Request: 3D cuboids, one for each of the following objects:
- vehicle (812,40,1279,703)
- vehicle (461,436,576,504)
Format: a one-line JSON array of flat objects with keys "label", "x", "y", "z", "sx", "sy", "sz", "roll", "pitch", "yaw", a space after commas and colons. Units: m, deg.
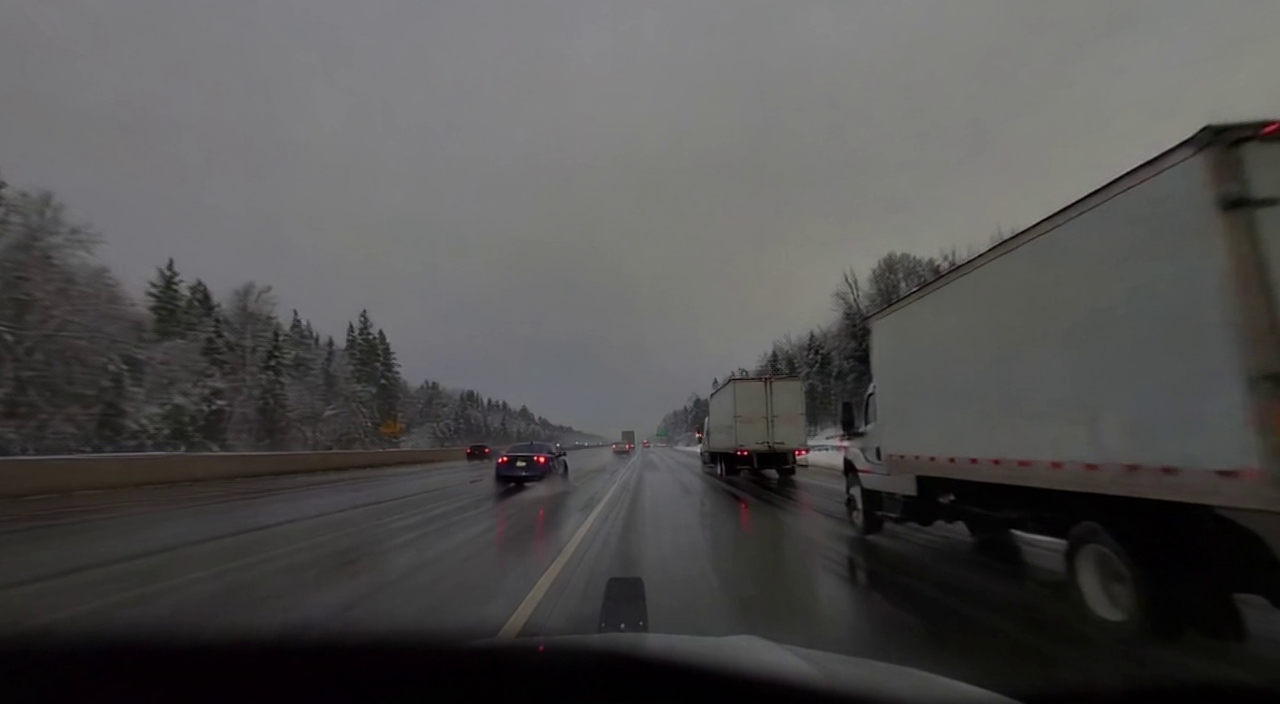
[{"label": "vehicle", "x": 4.011, "y": 0.679, "z": 5.762, "sx": 2.732, "sy": 3.052, "sz": 7.118, "roll": 0, "pitch": -8, "yaw": -1}, {"label": "vehicle", "x": -2.890, "y": 2.904, "z": 16.027, "sx": 1.981, "sy": 1.473, "sz": 4.317, "roll": 0, "pitch": -8, "yaw": 1}]
